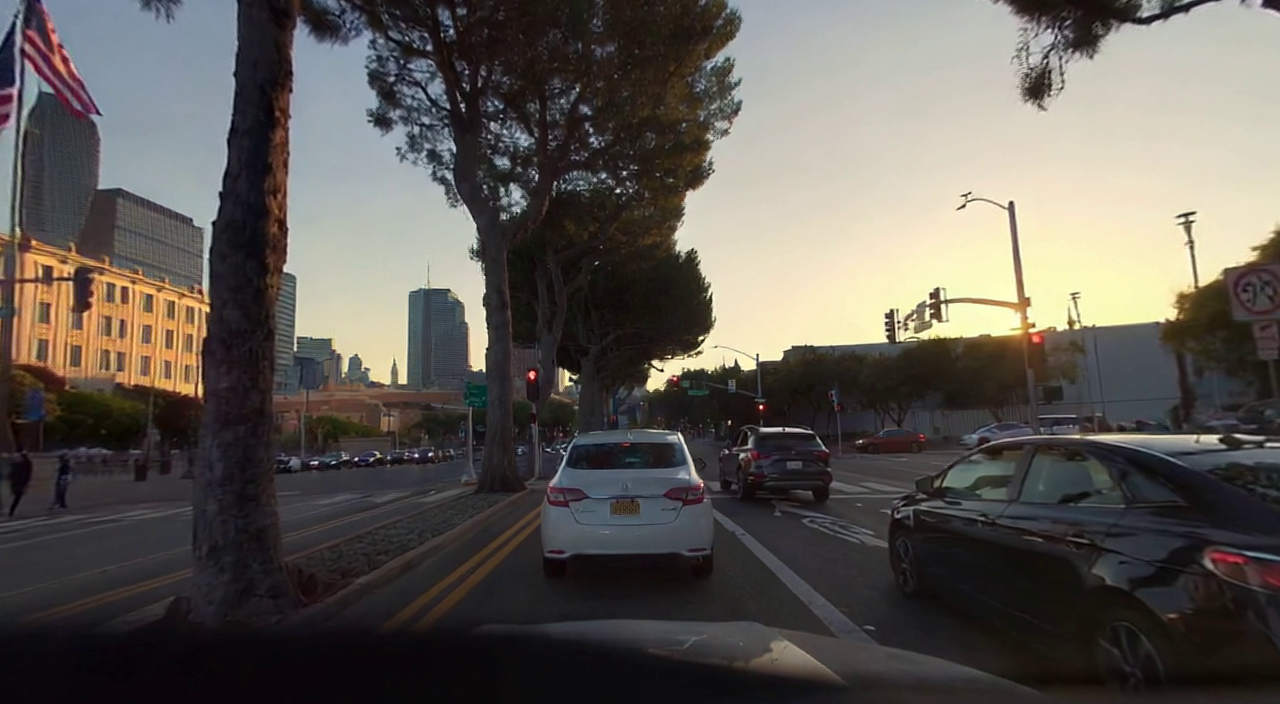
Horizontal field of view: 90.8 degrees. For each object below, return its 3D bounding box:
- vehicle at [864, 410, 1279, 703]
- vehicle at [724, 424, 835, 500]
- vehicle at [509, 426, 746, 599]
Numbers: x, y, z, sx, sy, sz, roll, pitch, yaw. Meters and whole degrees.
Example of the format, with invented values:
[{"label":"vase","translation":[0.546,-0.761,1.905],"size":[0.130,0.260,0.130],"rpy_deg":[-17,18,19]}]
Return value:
[{"label":"vehicle","translation":[3.367,1.278,4.643],"size":[1.833,1.465,4.258],"rpy_deg":[0,-8,-1]},{"label":"vehicle","translation":[3.550,2.902,17.067],"size":[1.978,1.738,4.599],"rpy_deg":[0,-8,0]},{"label":"vehicle","translation":[-0.127,1.710,7.567],"size":[2.096,1.521,3.747],"rpy_deg":[0,-8,-1]}]
